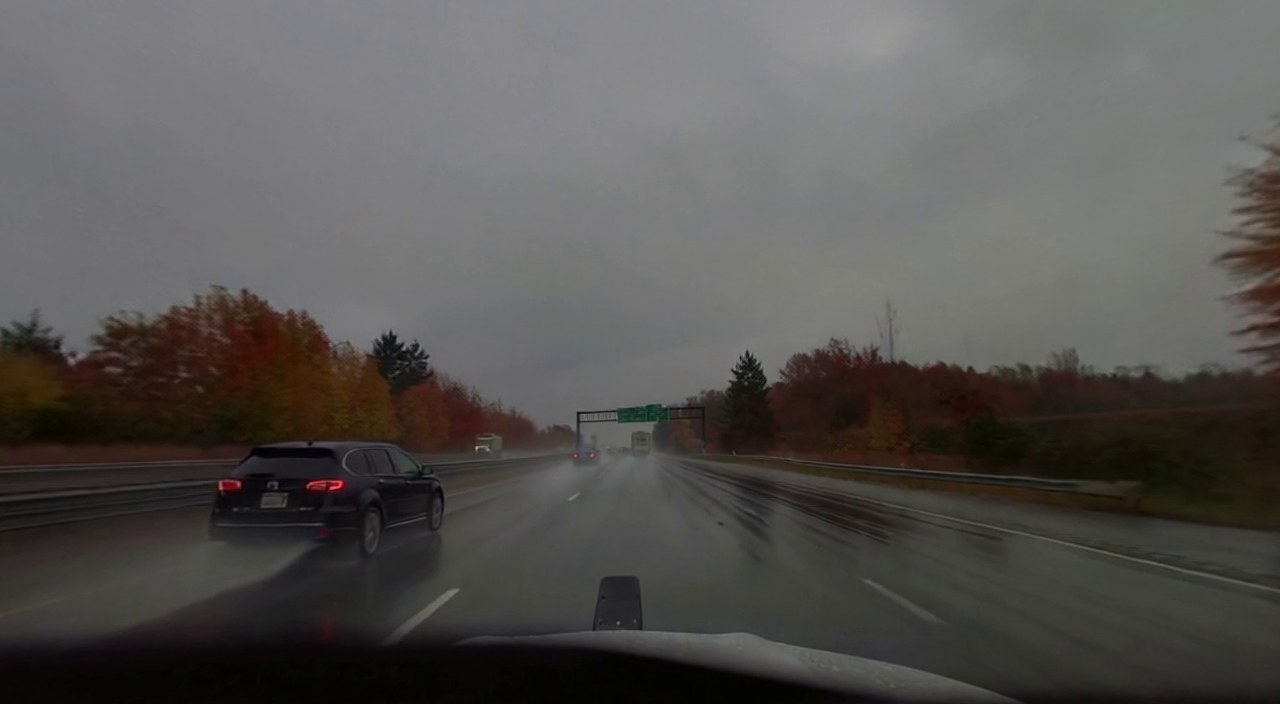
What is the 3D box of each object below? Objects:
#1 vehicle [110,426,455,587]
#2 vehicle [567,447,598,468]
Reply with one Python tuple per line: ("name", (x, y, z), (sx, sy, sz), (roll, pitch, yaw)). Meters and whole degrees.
("vehicle", (-4.059, 1.811, 8.143), (2.071, 1.525, 4.058), (0, -9, 0))
("vehicle", (-4.307, 7.959, 47.391), (1.963, 1.475, 3.665), (0, -9, 0))
